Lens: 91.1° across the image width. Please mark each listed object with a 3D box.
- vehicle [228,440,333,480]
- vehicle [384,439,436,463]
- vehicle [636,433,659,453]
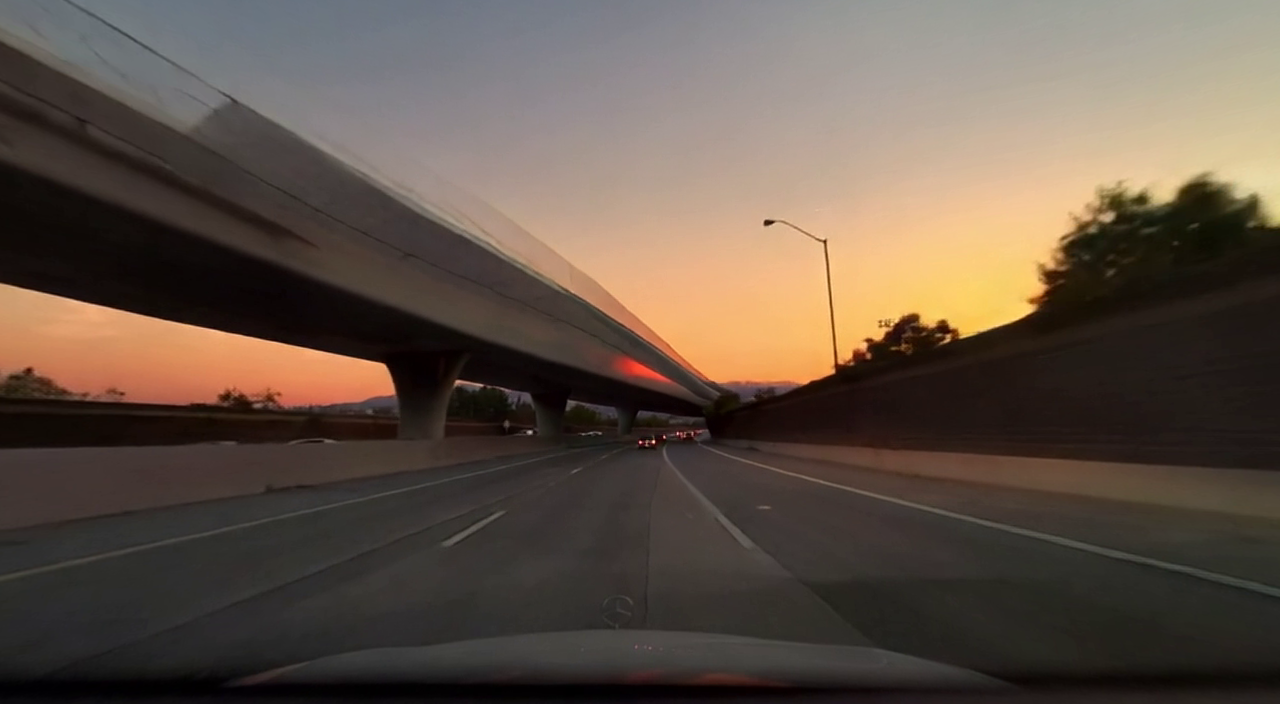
[{"bbox_3d":[-15.409,4.616,27.261,1.963,1.491,4.329,-1,-8,1],"label":"vehicle"},{"bbox_3d":[-14.936,6.434,41.051,1.833,1.448,4.087,0,-8,0],"label":"vehicle"},{"bbox_3d":[0.582,7.173,49.650,1.771,1.480,3.781,0,-8,0],"label":"vehicle"}]
